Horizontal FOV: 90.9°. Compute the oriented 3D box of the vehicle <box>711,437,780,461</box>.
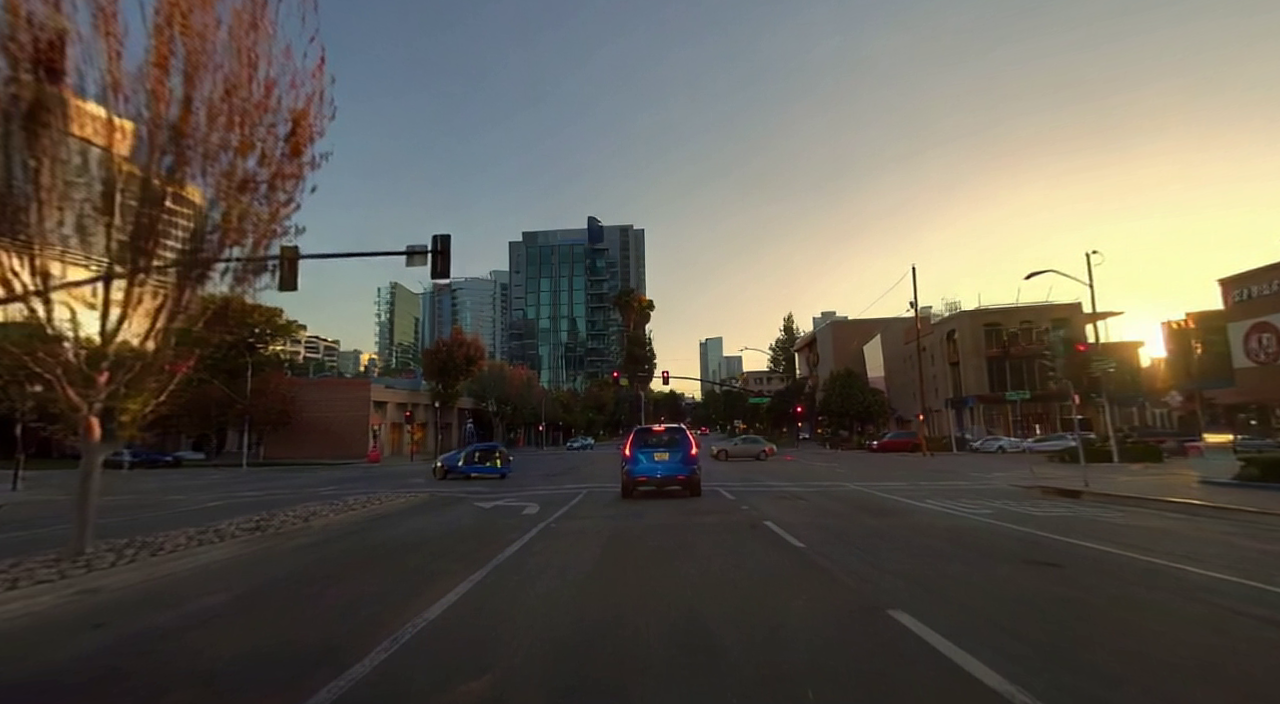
[{"bbox_3d":[6.597,6.079,39.639,3.963,1.480,1.774,1,-8,-7],"label":"vehicle"}]

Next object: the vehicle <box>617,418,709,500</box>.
[{"bbox_3d":[0.526,2.646,15.915,1.994,1.759,4.186,0,-8,1],"label":"vehicle"}]

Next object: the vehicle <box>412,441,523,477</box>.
[{"bbox_3d":[-7.801,4.848,28.974,2.013,1.486,4.705,-6,-10,34],"label":"vehicle"}]
